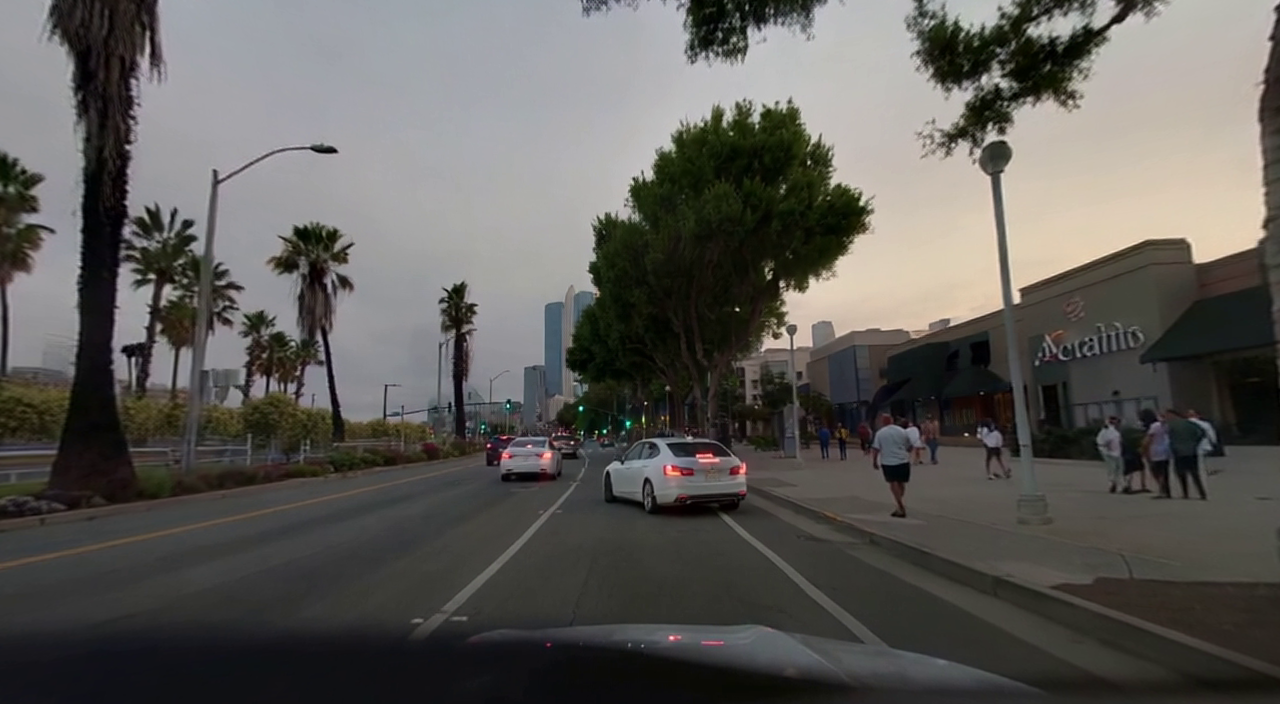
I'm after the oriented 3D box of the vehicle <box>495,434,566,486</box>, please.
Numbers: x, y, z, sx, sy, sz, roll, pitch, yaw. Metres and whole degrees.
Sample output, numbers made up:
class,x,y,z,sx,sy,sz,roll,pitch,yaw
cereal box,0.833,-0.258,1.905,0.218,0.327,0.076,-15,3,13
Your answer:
class,x,y,z,sx,sy,sz,roll,pitch,yaw
vehicle,-3.807,3.827,22.615,2.039,1.628,4.331,0,-9,-4

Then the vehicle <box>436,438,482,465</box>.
class,x,y,z,sx,sy,sz,roll,pitch,yaw
vehicle,-11.305,6.228,39.549,1.930,1.583,4.423,0,-9,-5

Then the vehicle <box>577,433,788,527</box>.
class,x,y,z,sx,sy,sz,roll,pitch,yaw
vehicle,0.570,2.412,12.532,1.930,1.477,4.657,4,-10,-29
